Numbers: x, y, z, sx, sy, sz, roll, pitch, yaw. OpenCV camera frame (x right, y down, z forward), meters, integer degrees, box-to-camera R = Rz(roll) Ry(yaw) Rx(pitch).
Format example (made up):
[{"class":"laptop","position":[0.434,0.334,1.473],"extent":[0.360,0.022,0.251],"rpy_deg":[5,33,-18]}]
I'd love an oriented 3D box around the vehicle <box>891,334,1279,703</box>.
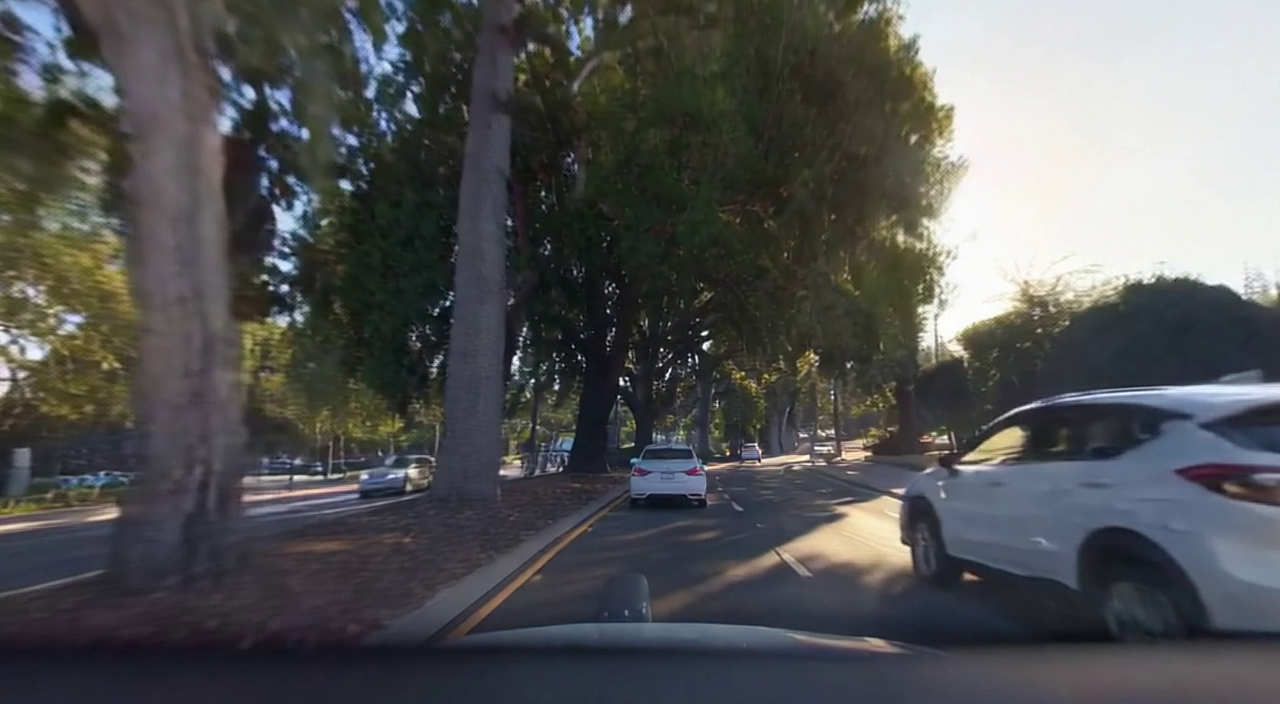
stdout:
[{"class":"vehicle","position":[4.104,1.125,5.143],"extent":[1.953,1.818,5.299],"rpy_deg":[0,-8,0]}]

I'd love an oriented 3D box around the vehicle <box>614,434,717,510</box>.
[{"class":"vehicle","position":[0.694,2.820,15.321],"extent":[2.154,1.585,3.997],"rpy_deg":[-1,-8,5]}]

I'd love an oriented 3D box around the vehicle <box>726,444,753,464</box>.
[{"class":"vehicle","position":[7.828,7.987,49.585],"extent":[1.984,1.507,4.359],"rpy_deg":[-2,-8,9]}]

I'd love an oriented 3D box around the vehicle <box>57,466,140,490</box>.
[{"class":"vehicle","position":[-38.537,8.982,44.937],"extent":[4.279,1.561,2.022],"rpy_deg":[-1,-8,7]}]

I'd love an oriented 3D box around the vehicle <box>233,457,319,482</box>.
[{"class":"vehicle","position":[-25.600,8.284,44.400],"extent":[4.951,1.618,1.952],"rpy_deg":[-1,-8,6]}]

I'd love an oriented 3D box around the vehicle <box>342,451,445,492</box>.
[{"class":"vehicle","position":[-10.128,4.934,26.434],"extent":[2.027,1.511,4.711],"rpy_deg":[-1,-8,6]}]
